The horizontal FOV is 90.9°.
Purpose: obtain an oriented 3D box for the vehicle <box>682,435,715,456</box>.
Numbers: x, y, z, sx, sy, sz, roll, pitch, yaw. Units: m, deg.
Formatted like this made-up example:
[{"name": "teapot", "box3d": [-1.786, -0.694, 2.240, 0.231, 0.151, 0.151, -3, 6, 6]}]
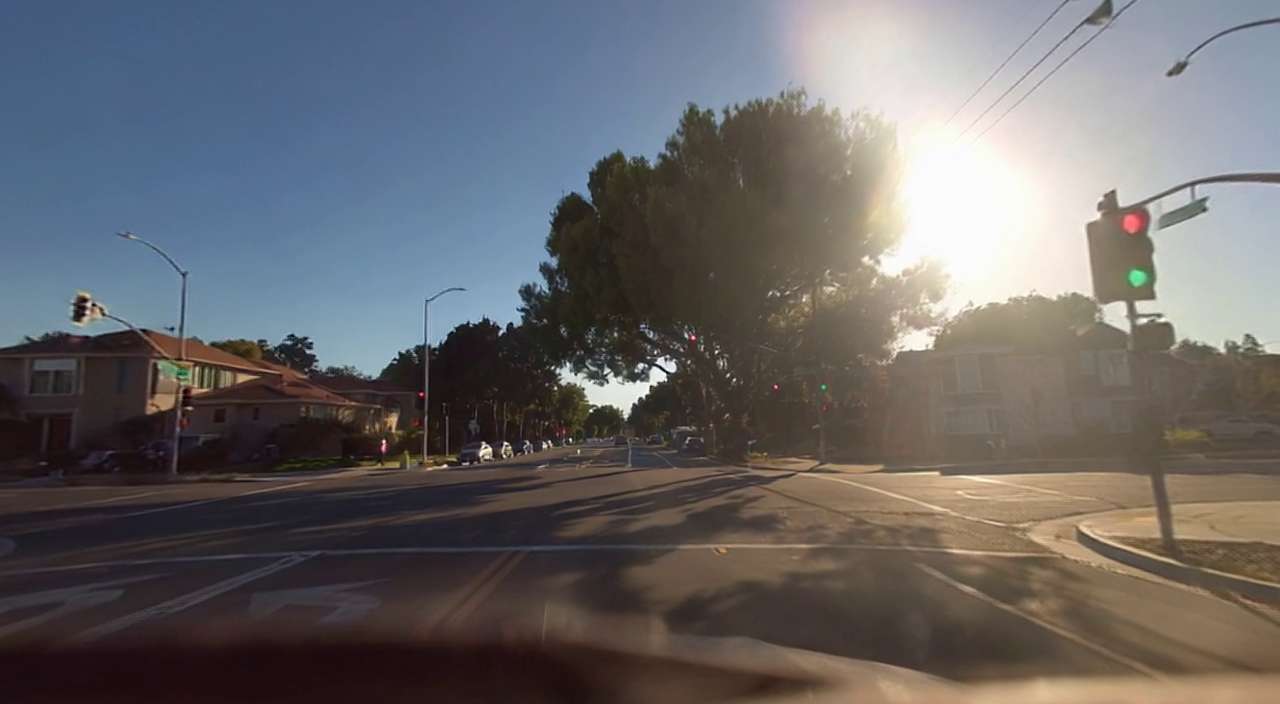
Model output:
[{"name": "vehicle", "box3d": [4.146, 6.731, 45.472, 1.987, 1.466, 4.389, 0, -8, 1]}]
